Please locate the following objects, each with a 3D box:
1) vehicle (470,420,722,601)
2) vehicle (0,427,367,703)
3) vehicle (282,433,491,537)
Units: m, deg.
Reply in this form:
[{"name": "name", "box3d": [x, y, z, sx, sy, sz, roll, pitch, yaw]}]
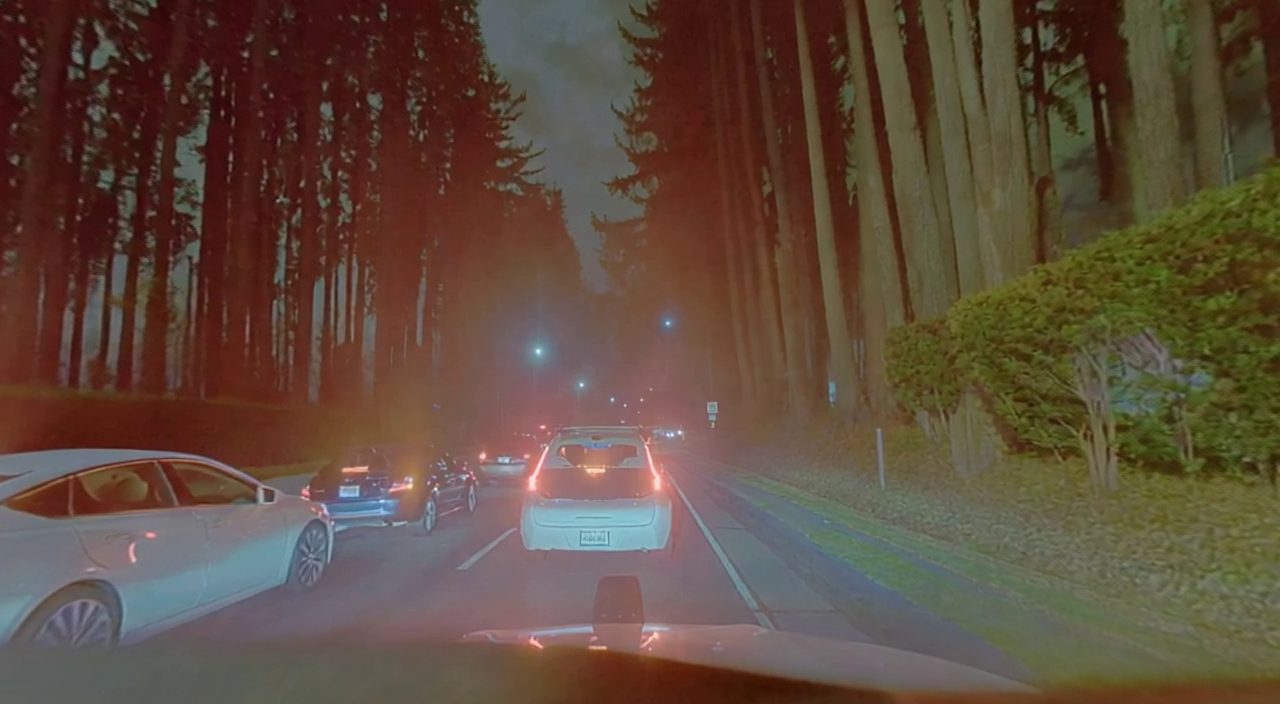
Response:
[{"name": "vehicle", "box3d": [-0.421, 1.649, 7.475, 2.127, 1.517, 4.090, 0, -8, -1]}, {"name": "vehicle", "box3d": [-3.810, 1.295, 4.539, 1.784, 1.408, 4.141, 0, -8, 1]}, {"name": "vehicle", "box3d": [-4.252, 2.280, 11.543, 1.898, 1.503, 4.453, 0, -8, 1]}]
